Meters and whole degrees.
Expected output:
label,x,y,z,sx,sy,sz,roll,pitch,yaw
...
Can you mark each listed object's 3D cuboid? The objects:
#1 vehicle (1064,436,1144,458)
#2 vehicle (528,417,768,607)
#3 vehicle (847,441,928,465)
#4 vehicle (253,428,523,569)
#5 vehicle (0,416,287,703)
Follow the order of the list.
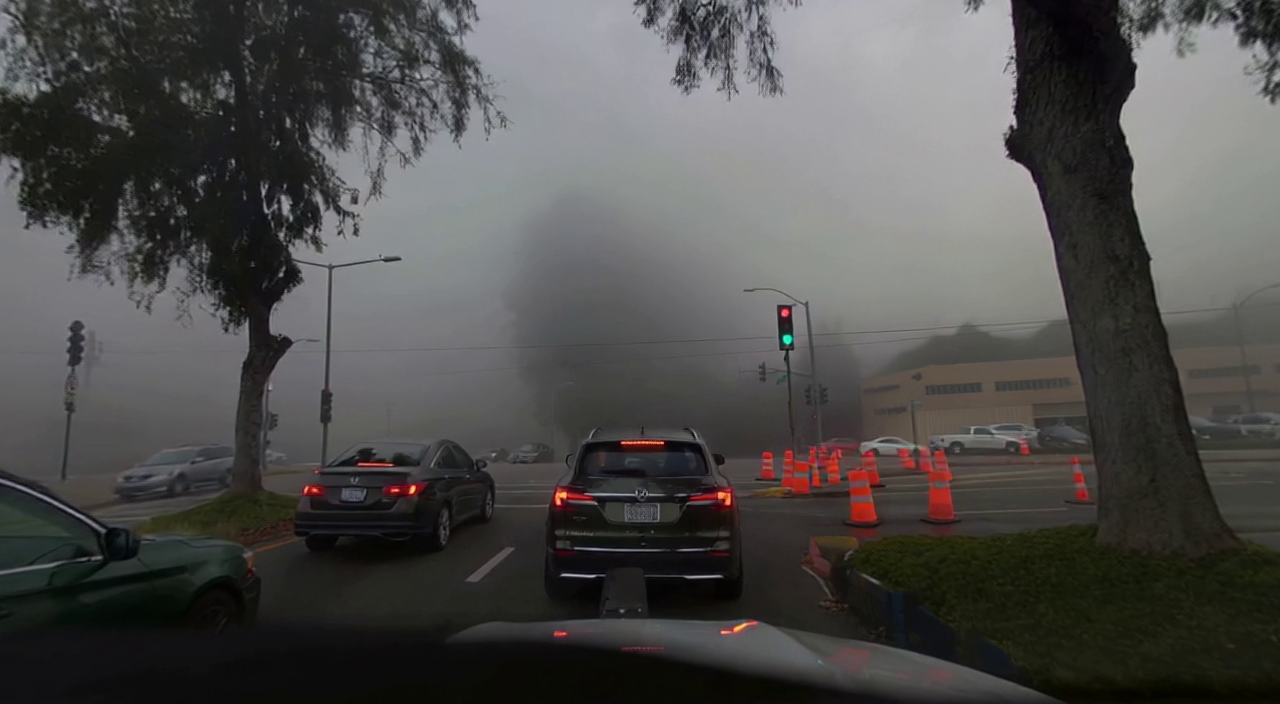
label,x,y,z,sx,sy,sz,roll,pitch,yaw
vehicle,36.750,7.547,49.982,4.791,1.635,1.857,0,-9,1
vehicle,0.110,1.627,7.216,2.021,1.560,3.676,0,-9,1
vehicle,16.200,6.629,41.370,4.579,1.480,1.819,-1,-9,7
vehicle,-3.275,2.001,9.450,1.989,1.541,4.626,0,-9,2
vehicle,-3.598,0.946,2.146,1.964,1.497,4.722,0,-9,1
